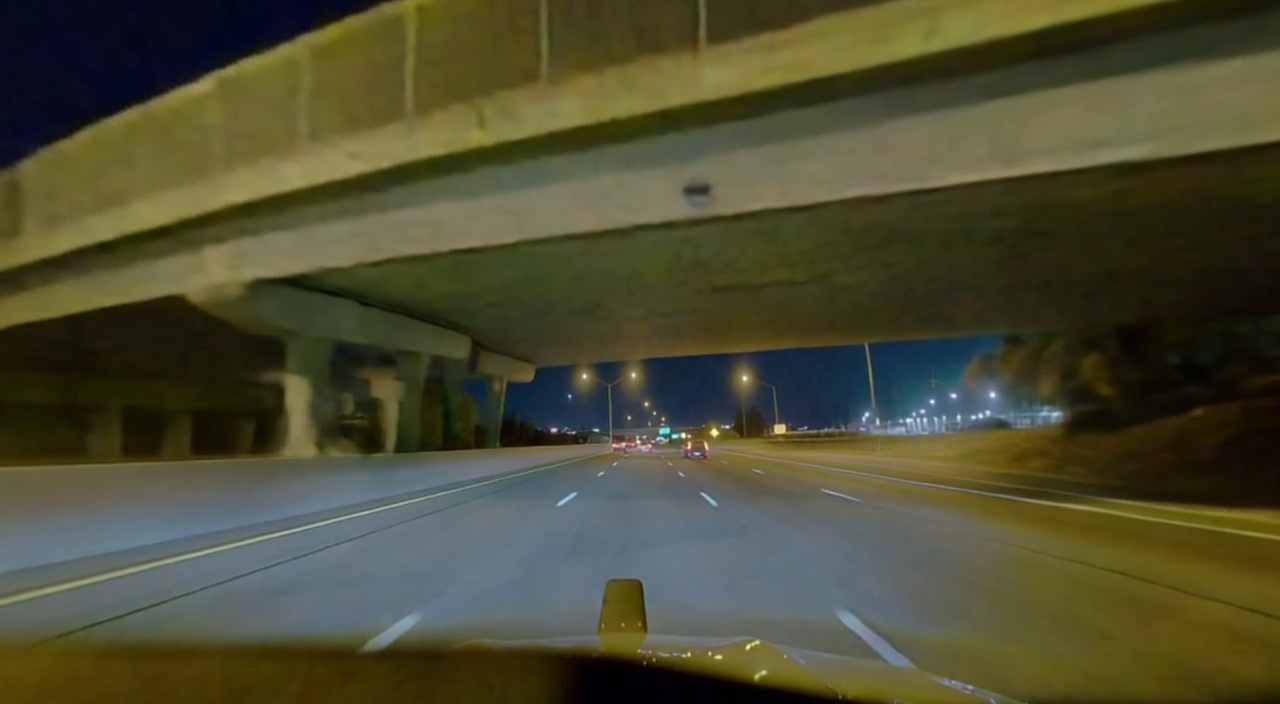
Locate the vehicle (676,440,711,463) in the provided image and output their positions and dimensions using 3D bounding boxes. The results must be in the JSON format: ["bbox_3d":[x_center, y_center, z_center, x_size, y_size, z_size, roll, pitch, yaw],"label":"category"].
[{"bbox_3d":[3.641,6.889,43.677,1.949,1.515,4.374,0,-8,-1],"label":"vehicle"}]
